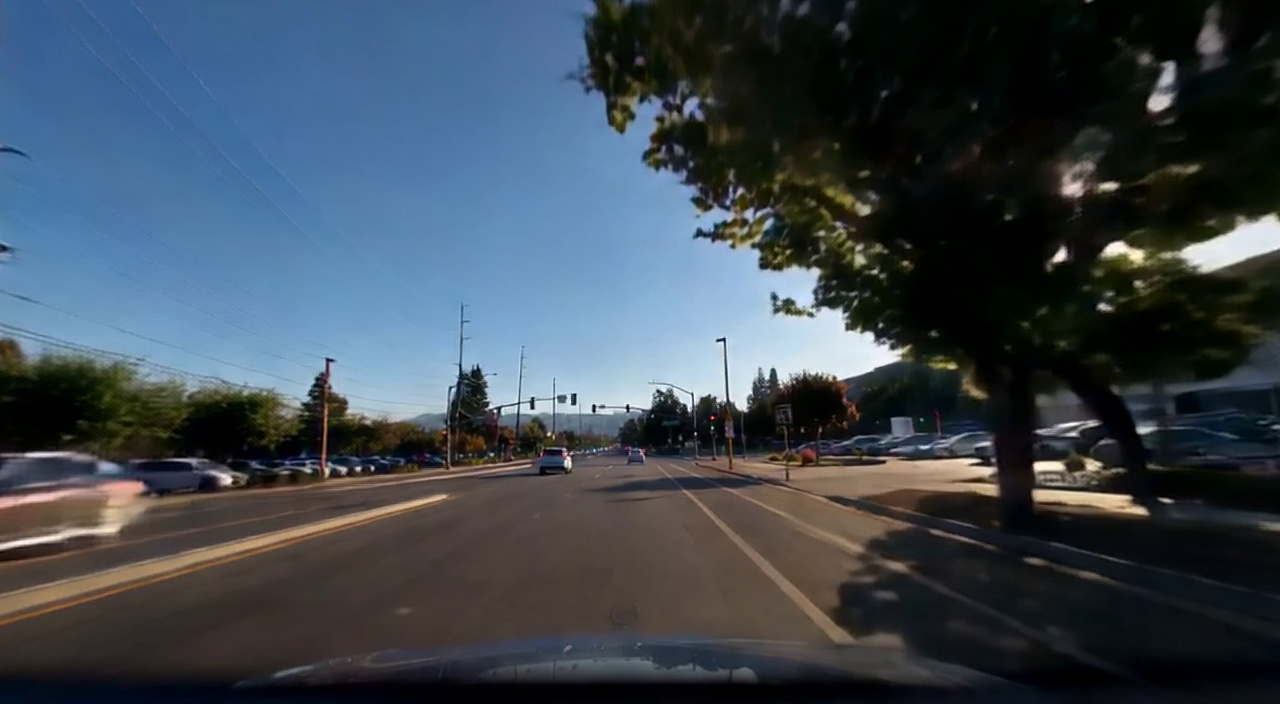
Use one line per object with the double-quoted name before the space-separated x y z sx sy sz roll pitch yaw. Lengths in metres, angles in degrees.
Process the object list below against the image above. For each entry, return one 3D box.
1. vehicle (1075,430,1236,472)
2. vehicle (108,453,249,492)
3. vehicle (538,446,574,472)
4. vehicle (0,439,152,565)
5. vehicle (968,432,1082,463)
"vehicle" 19.701 3.796 24.289 4.505 1.481 1.870 0 -9 0
"vehicle" -25.172 6.546 34.636 5.763 1.982 2.425 -1 -9 1
"vehicle" -4.900 6.288 37.290 1.928 1.451 4.219 0 -9 -5
"vehicle" -9.912 2.167 9.240 1.971 1.744 4.399 -1 -9 1
"vehicle" 19.122 4.767 31.530 4.481 1.482 1.814 0 -9 -2
